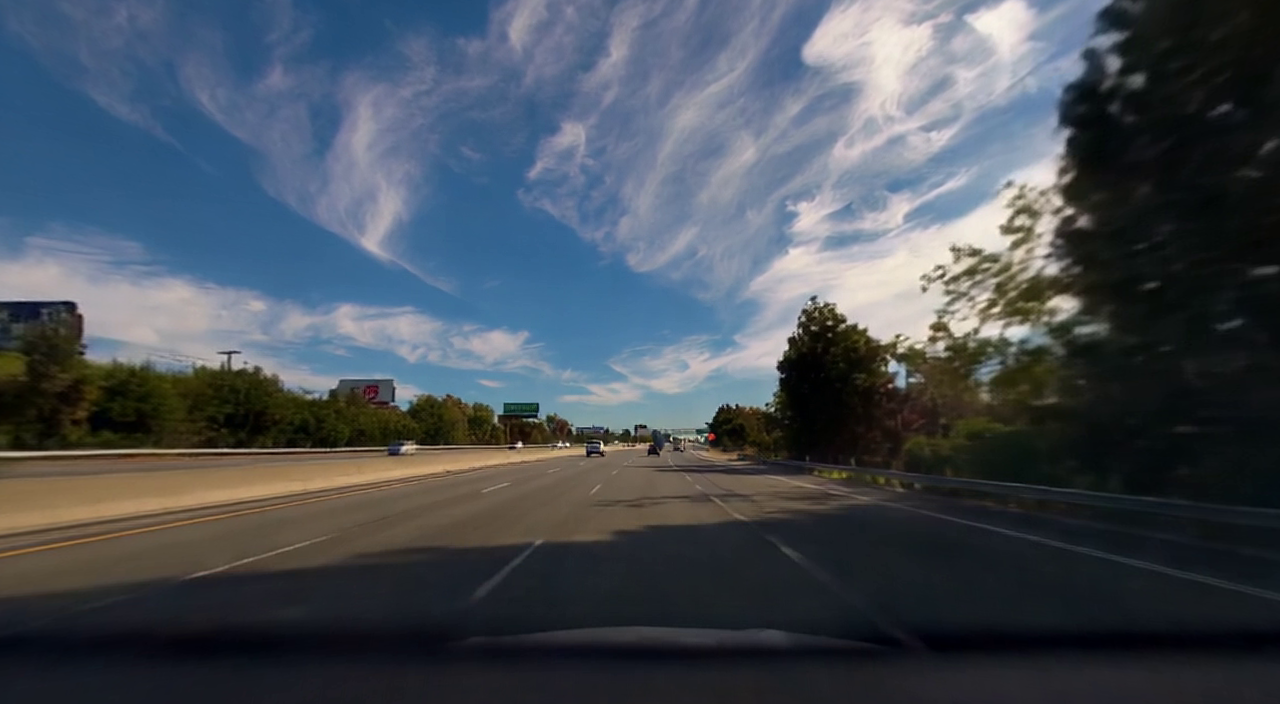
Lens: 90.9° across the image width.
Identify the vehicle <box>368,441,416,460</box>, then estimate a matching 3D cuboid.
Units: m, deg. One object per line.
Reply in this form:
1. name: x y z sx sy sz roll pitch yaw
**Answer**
1. vehicle: -17.746 7.066 45.312 1.914 1.269 3.536 0 -8 3
